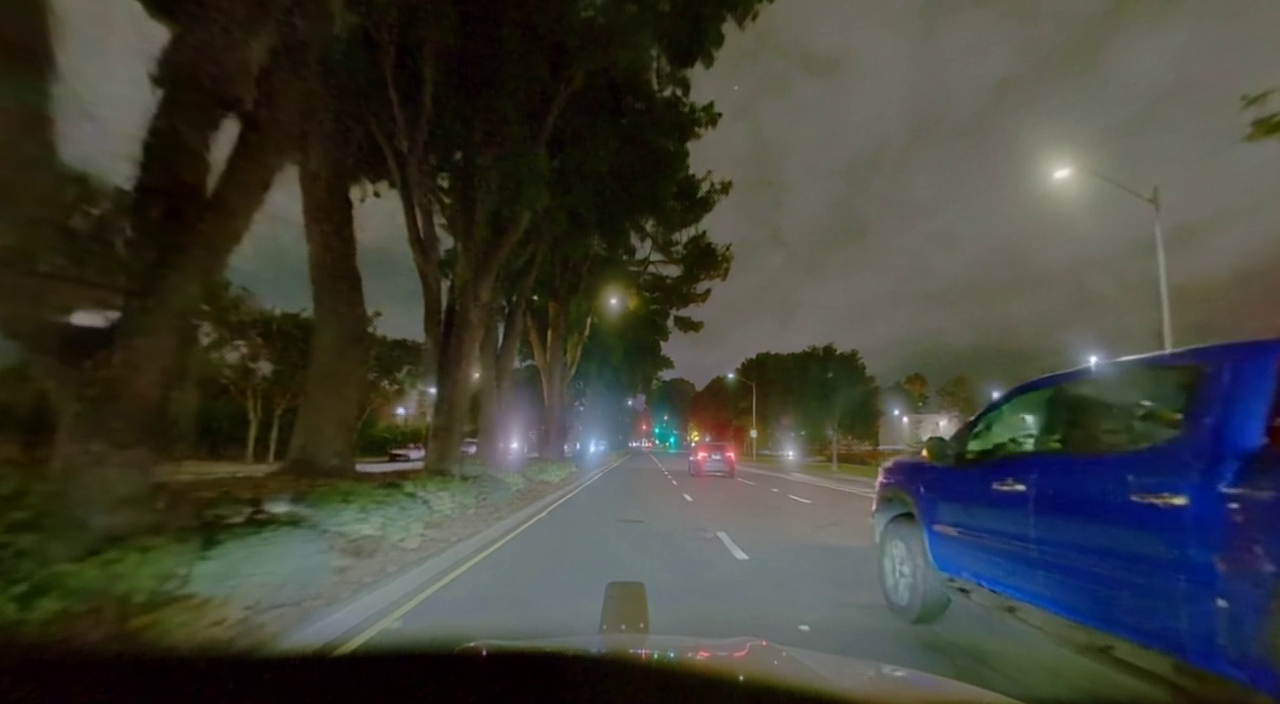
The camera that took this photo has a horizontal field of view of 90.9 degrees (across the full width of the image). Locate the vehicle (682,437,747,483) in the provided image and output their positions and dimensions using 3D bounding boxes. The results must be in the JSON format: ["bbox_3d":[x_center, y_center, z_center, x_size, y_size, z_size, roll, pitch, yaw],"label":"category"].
[{"bbox_3d":[2.985,4.449,26.260,2.108,1.712,4.616,0,-8,-1],"label":"vehicle"}]

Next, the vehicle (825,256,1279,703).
[{"bbox_3d":[3.095,0.921,3.223,2.553,1.942,5.679,0,-8,0],"label":"vehicle"}]
